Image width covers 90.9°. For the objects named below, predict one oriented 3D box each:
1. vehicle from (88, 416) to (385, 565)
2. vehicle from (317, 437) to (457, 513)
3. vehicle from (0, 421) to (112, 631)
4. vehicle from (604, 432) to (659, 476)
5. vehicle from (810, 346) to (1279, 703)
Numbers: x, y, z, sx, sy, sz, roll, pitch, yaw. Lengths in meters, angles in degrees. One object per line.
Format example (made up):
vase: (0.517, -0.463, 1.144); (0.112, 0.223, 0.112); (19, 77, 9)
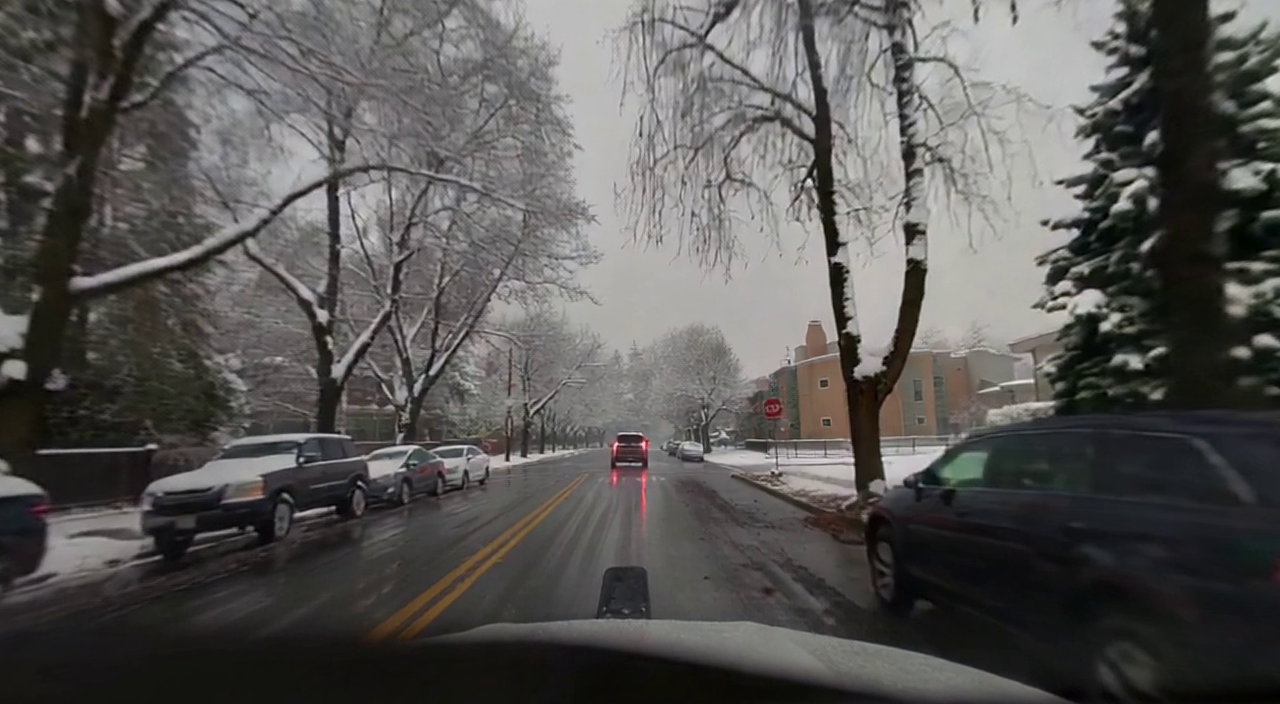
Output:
vehicle: (-6.000, 2.067, 10.193); (1.899, 1.615, 4.624); (-7, -8, -2)
vehicle: (-6.203, 3.039, 16.031); (1.975, 1.515, 4.179); (-3, -9, -2)
vehicle: (-5.983, 1.218, 3.860); (1.955, 1.659, 4.324); (1, -8, -5)
vehicle: (-0.360, 4.338, 27.084); (2.172, 1.722, 4.201); (0, -8, -1)
vehicle: (2.721, 1.077, 4.009); (2.071, 1.608, 4.547); (0, -7, 1)
